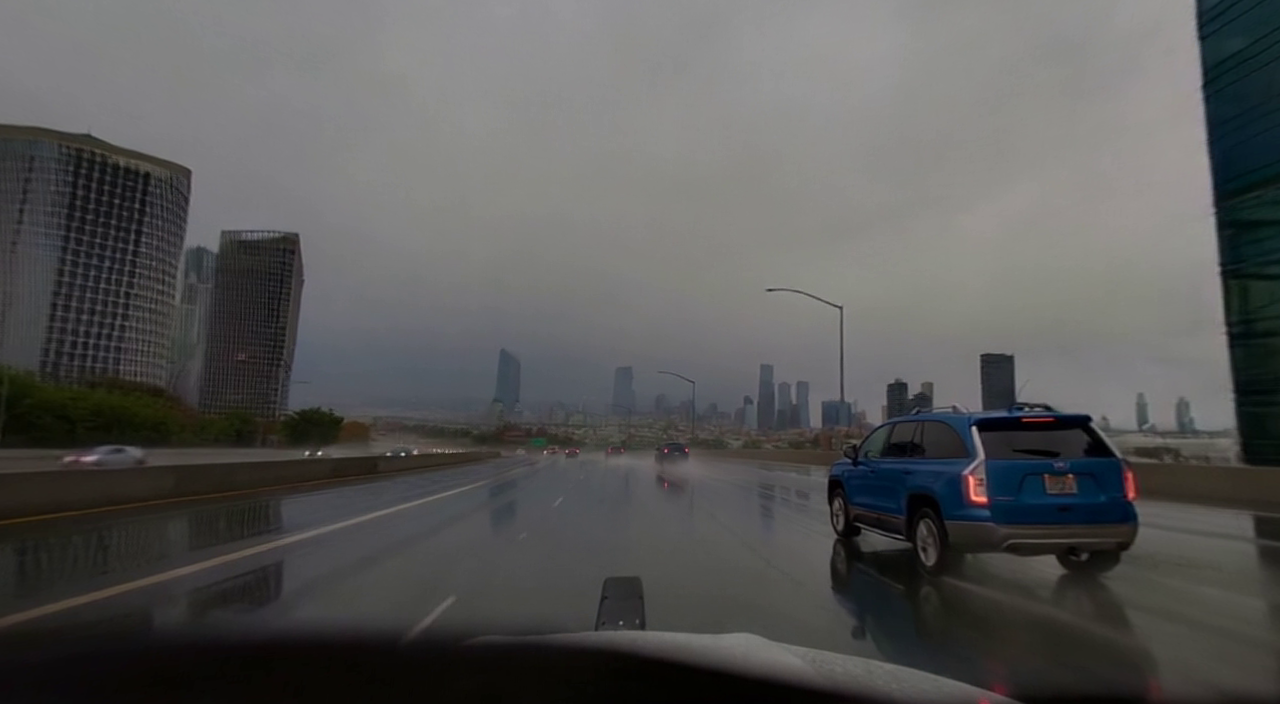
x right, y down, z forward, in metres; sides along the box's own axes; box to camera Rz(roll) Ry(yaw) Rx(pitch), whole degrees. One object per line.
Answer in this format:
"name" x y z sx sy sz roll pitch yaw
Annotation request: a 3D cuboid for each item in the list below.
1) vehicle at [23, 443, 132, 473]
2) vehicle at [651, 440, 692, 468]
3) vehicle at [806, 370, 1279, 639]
"vehicle" -39.407 7.435 44.551 2.252 1.919 5.983 0 -8 -1
"vehicle" 2.066 6.863 42.646 2.110 1.780 4.682 1 -8 -5
"vehicle" 3.473 1.353 6.587 2.182 1.826 4.392 0 -8 -1
